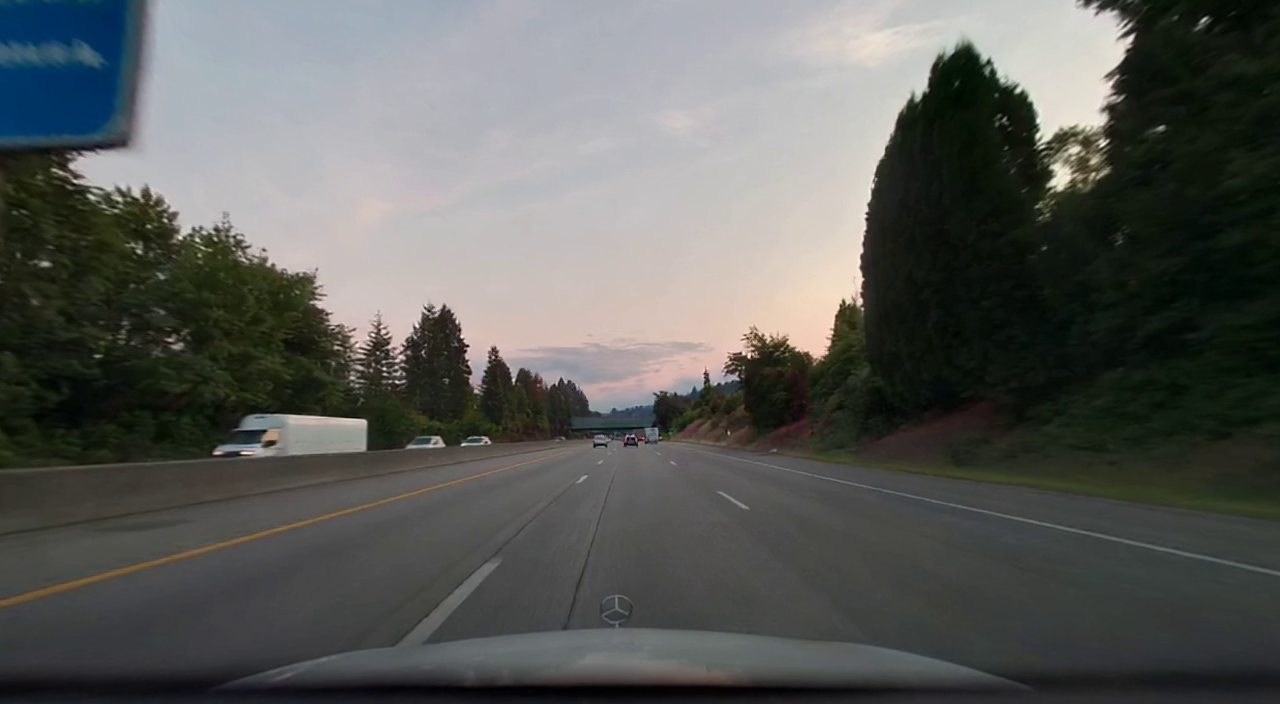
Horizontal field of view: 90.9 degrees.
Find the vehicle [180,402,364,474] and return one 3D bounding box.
[{"bbox_3d":[-20.803,5.085,37.363,2.943,3.449,13.459,0,-8,-1],"label":"vehicle"}]

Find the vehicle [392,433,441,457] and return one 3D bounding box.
[{"bbox_3d":[-17.244,7.180,48.857,2.071,1.799,4.655,0,-8,0],"label":"vehicle"}]
